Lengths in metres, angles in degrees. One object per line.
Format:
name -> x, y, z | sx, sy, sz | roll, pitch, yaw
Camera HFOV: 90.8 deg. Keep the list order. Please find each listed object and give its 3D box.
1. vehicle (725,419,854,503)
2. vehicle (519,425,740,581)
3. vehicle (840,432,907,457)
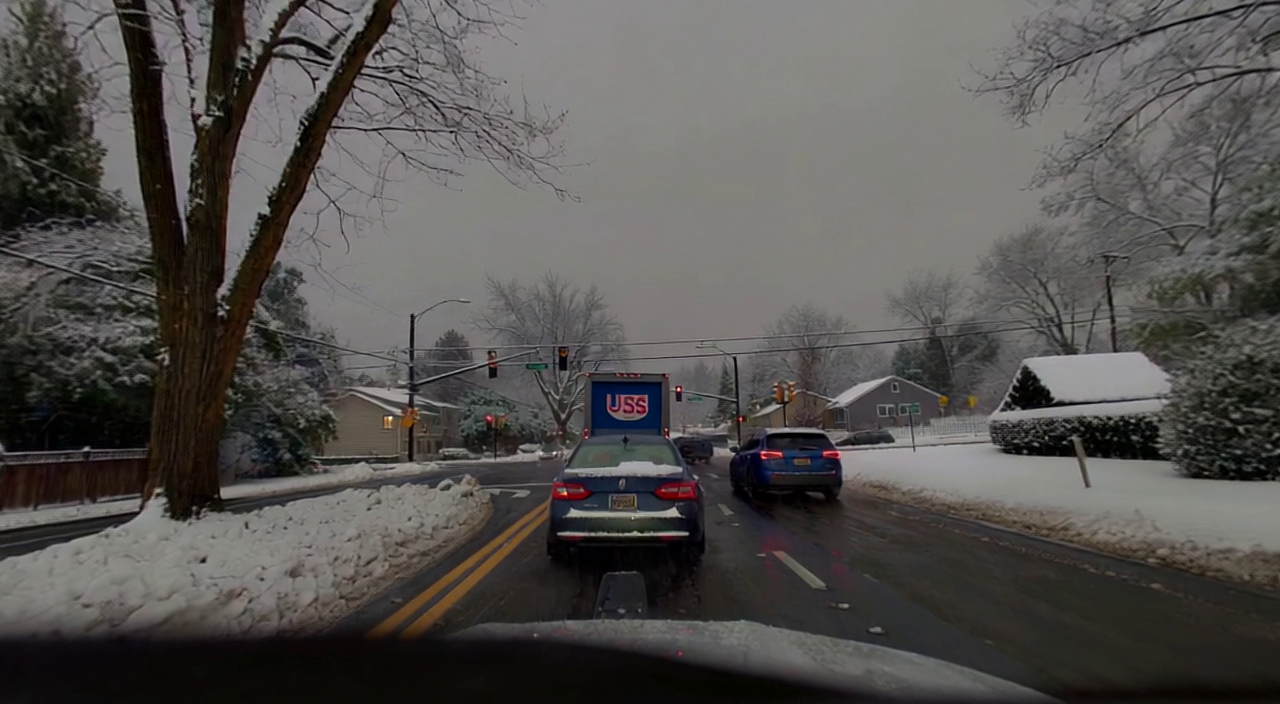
vehicle -> 3.625, 2.747, 16.311 | 2.145, 1.847, 4.524 | 0, -8, -1
vehicle -> -0.149, 1.775, 8.291 | 2.135, 1.483, 4.207 | 0, -8, -1
vehicle -> 16.704, 6.627, 45.252 | 4.033, 1.778, 2.015 | 2, -9, -15
